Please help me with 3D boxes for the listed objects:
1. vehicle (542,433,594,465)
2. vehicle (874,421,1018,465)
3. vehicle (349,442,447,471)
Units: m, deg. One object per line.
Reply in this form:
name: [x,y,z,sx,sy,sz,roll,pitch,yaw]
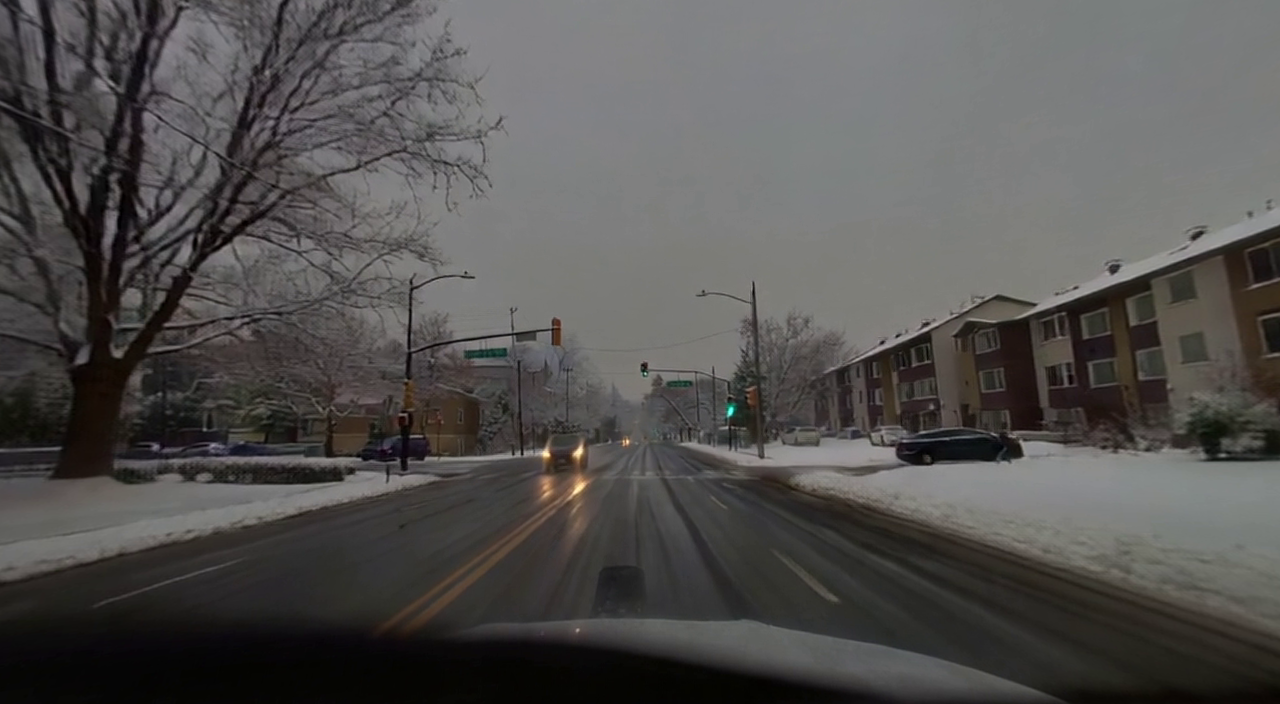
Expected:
vehicle: [-3.606,4.977,32.449,2.015,1.508,4.353,-1,-8,2]
vehicle: [12.697,3.801,26.404,4.908,1.521,2.108,-2,-8,-5]
vehicle: [-12.287,5.320,32.220,4.135,1.424,1.945,-1,-8,6]
